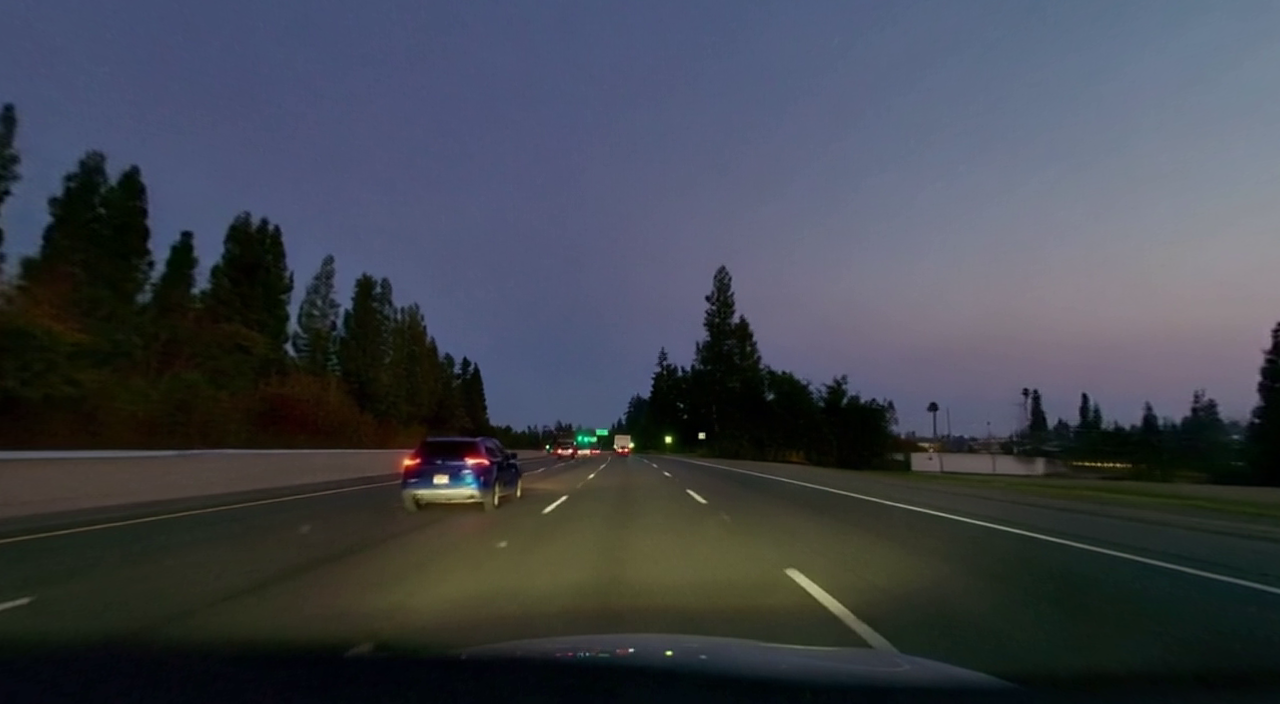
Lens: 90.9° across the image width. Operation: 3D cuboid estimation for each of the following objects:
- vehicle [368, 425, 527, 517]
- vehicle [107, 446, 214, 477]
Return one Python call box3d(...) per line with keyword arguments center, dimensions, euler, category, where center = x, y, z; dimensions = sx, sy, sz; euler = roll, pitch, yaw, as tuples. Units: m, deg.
box3d(center=(-4.068, 2.585, 14.284), dimensions=(2.162, 1.724, 4.537), euler=(0, -8, 0), category="vehicle")
box3d(center=(-25.538, 5.842, 33.859), dimensions=(2.031, 1.489, 4.795), euler=(0, -8, -1), category="vehicle")
